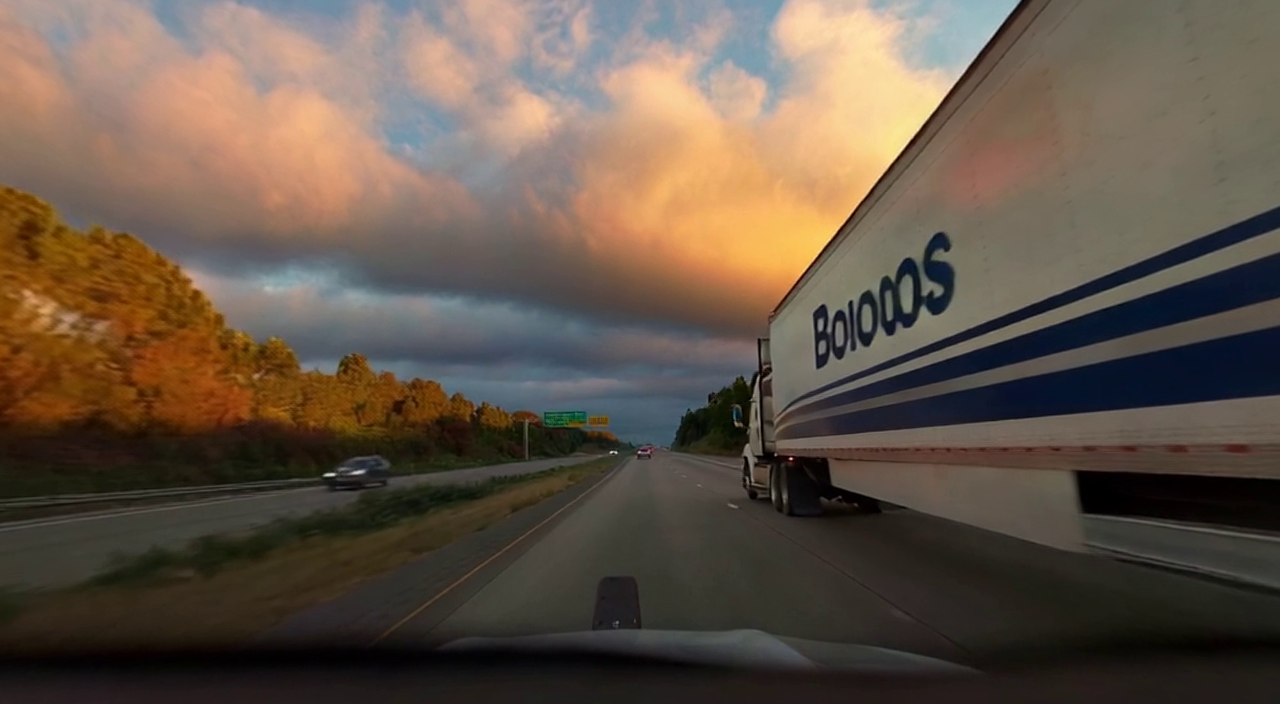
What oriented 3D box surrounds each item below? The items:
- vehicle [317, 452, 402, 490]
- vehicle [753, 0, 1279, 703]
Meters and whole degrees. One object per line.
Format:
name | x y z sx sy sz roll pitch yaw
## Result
vehicle | -12.878 5.452 29.073 1.917 1.615 4.189 -1 -9 1
vehicle | 4.346 0.148 5.606 3.537 4.071 17.399 0 -9 0
